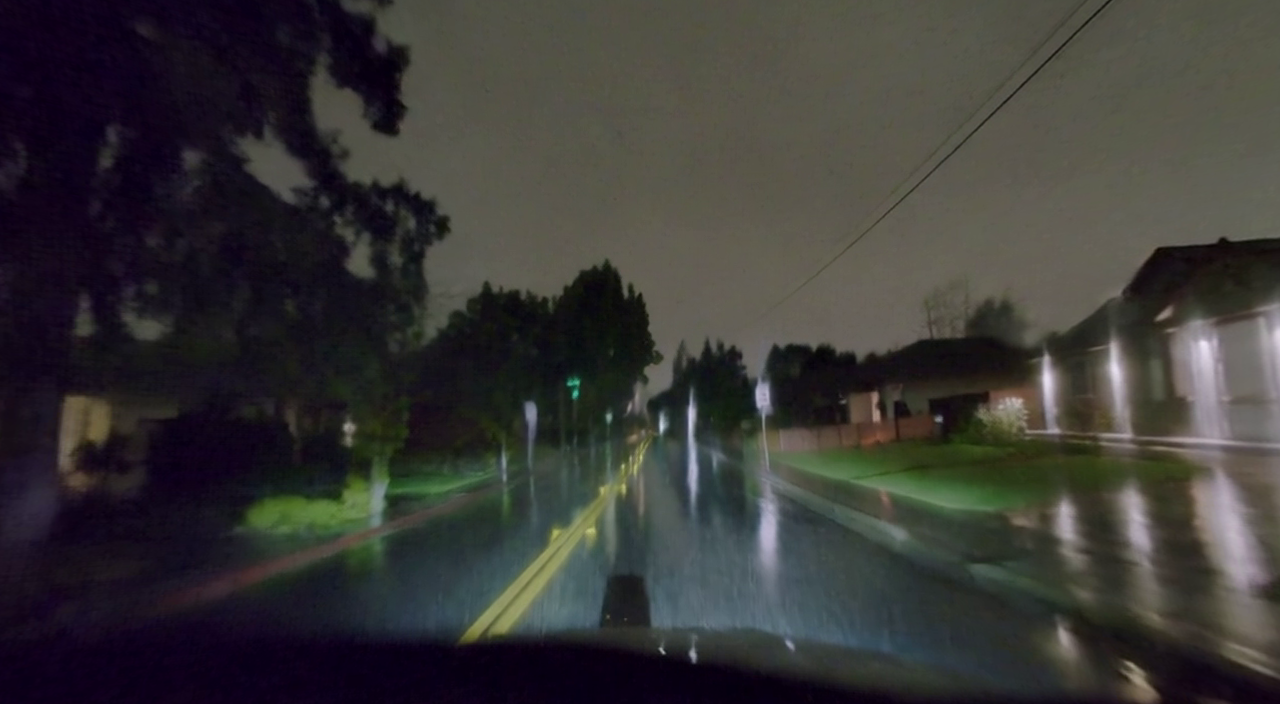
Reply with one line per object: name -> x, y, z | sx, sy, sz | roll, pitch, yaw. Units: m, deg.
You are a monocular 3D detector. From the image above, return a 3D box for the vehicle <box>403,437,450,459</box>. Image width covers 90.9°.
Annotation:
vehicle -> -16.105, 7.258, 47.782 | 1.903, 1.500, 4.214 | -3, -8, 3
